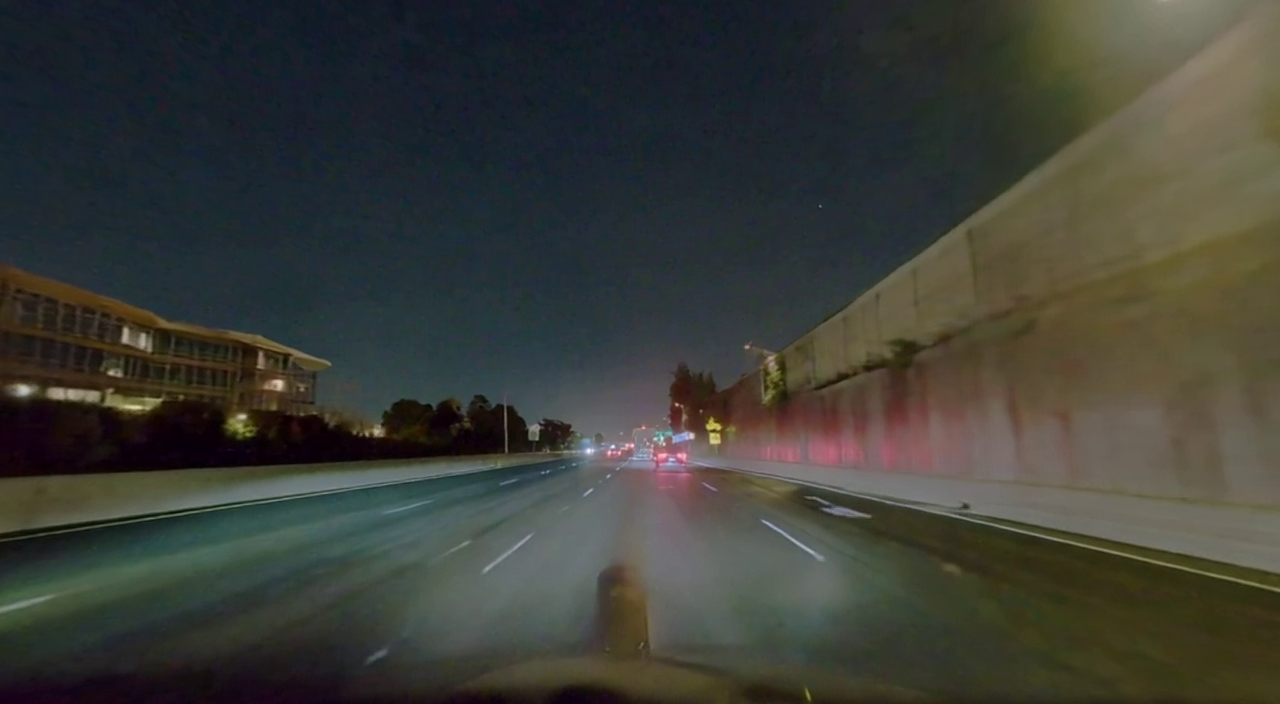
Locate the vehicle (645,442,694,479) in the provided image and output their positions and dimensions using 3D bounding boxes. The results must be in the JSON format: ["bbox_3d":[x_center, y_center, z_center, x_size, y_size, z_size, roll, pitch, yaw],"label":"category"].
[{"bbox_3d":[1.282,4.952,28.959,1.973,1.536,4.337,0,-9,-1],"label":"vehicle"}]
